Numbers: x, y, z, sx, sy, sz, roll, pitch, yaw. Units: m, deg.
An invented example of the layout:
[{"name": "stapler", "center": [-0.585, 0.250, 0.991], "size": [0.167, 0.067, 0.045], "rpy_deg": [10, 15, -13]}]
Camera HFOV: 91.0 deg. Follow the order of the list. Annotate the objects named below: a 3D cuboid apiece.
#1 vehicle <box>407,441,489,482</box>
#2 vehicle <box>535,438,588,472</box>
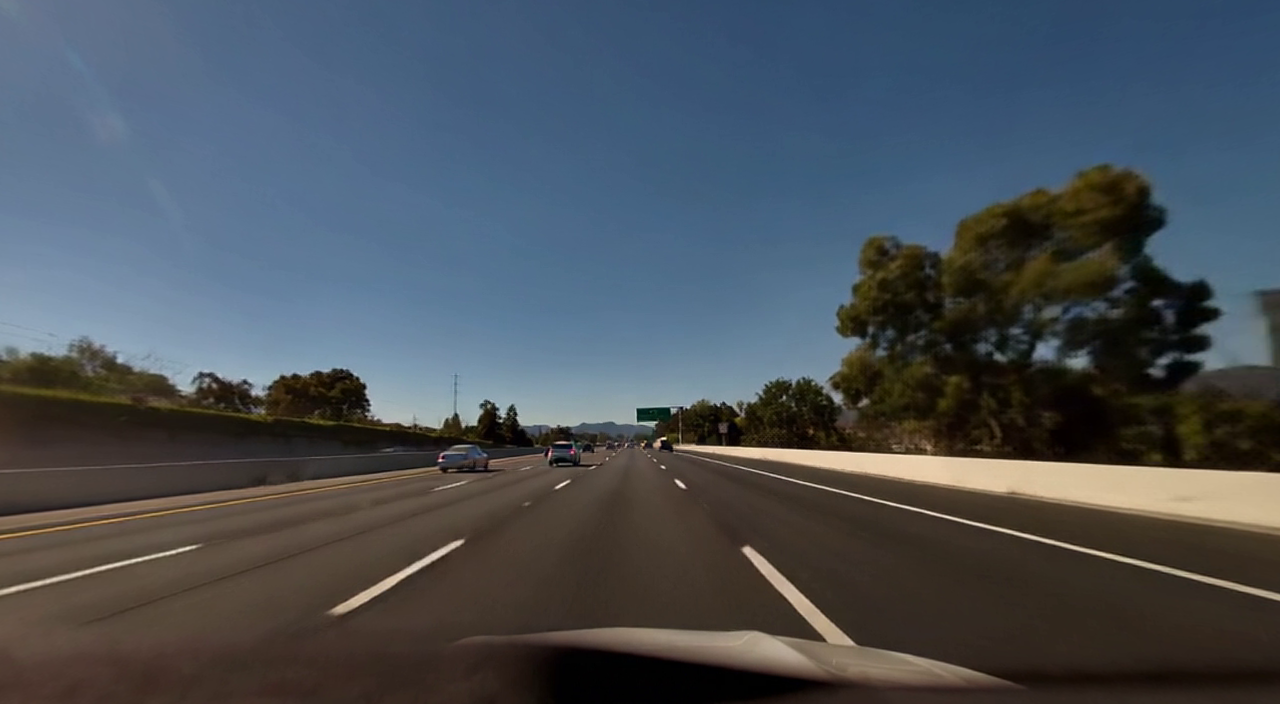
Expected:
[{"name": "vehicle", "center": [-7.900, 4.514, 26.383], "size": [1.924, 1.519, 4.791], "rpy_deg": [0, -8, 0]}, {"name": "vehicle", "center": [-4.122, 5.454, 33.791], "size": [2.200, 1.662, 5.091], "rpy_deg": [0, -8, 0]}]
